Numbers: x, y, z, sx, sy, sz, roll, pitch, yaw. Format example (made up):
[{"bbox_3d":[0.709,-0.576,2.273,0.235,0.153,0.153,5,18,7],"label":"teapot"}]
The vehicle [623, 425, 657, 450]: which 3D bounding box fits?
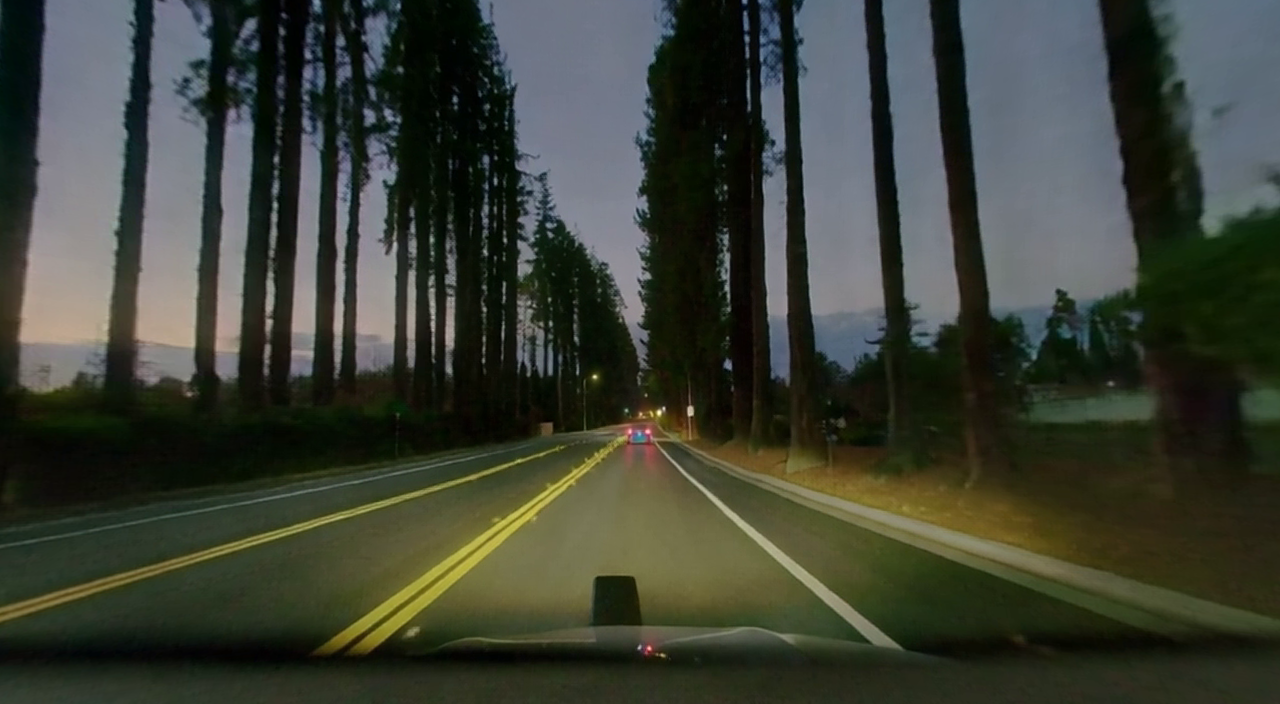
[{"bbox_3d":[-0.009,5.380,39.927,2.067,1.486,3.861,0,-8,0],"label":"vehicle"}]
